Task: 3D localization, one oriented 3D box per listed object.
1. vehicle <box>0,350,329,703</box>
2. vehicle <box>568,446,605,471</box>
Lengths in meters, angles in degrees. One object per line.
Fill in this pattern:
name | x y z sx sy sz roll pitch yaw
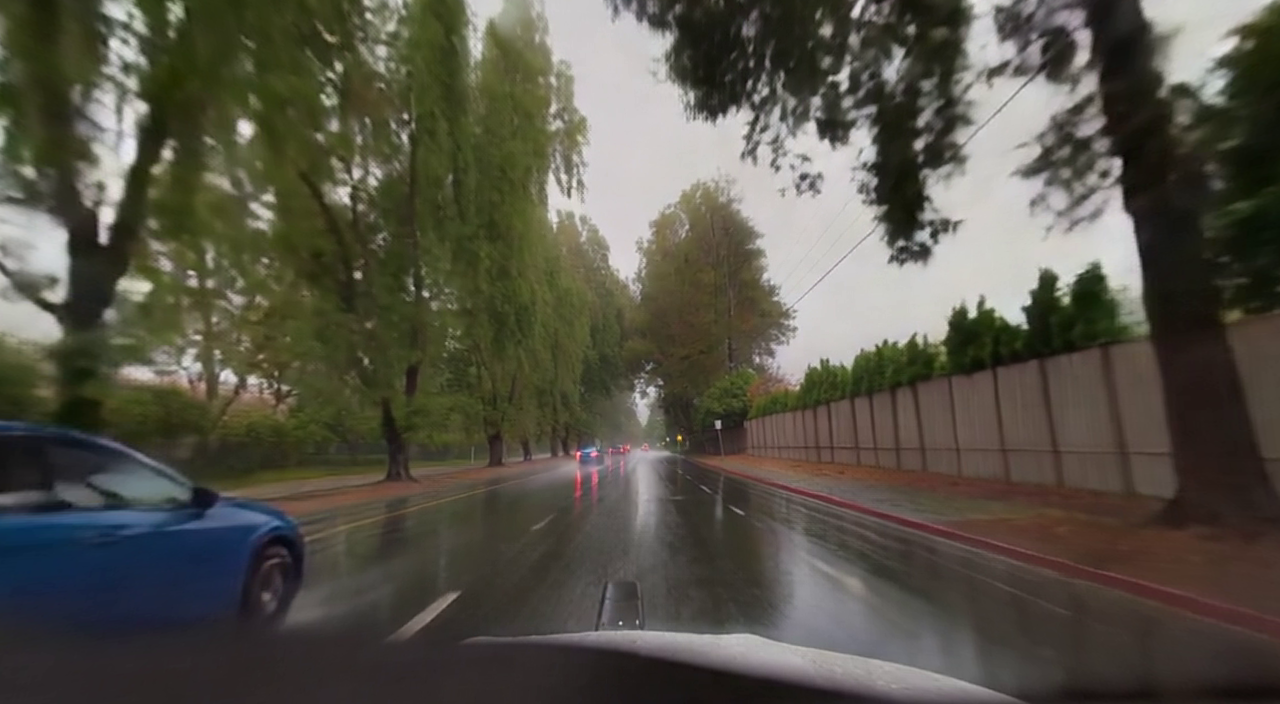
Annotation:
vehicle | -3.416 0.867 2.665 1.919 1.650 4.546 0 -9 -1
vehicle | -3.163 6.414 38.227 1.870 1.431 4.317 0 -9 0
